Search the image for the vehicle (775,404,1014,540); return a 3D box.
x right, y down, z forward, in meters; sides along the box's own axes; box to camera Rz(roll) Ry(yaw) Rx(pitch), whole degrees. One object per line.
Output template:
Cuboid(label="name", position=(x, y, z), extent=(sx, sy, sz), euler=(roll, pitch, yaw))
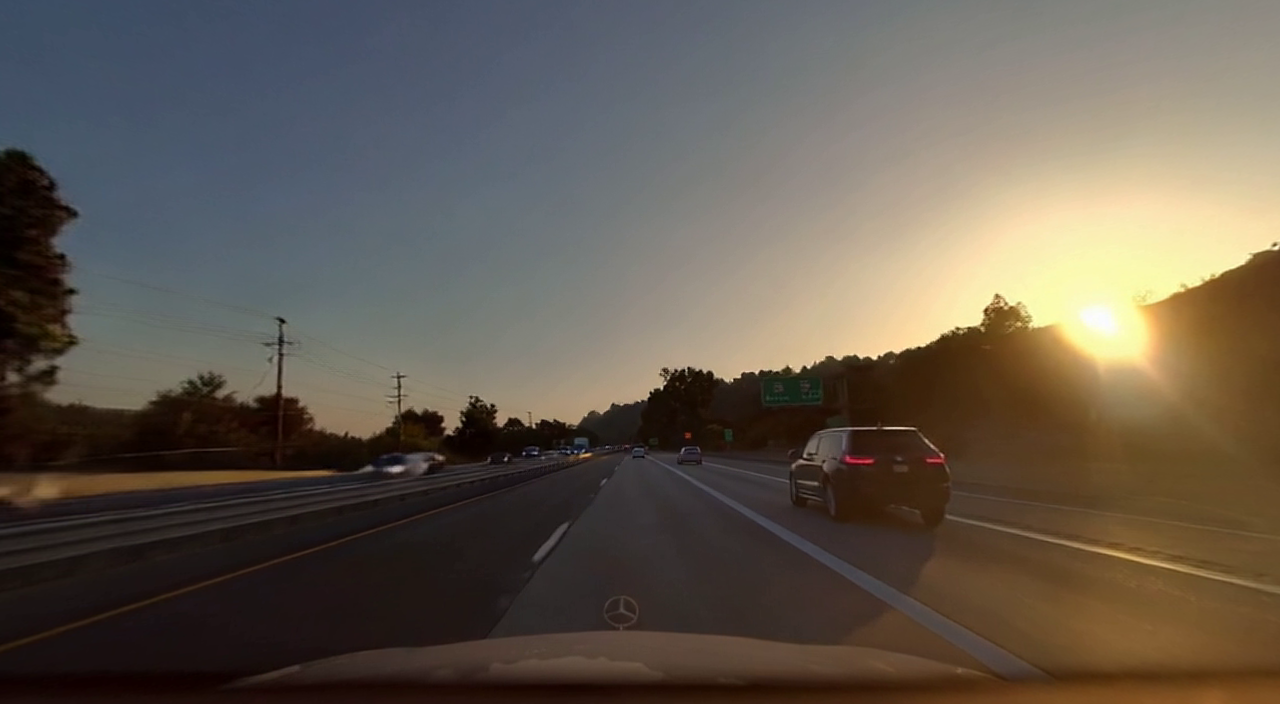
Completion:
Cuboid(label="vehicle", position=(4.170, 2.114, 11.549), extent=(2.177, 1.914, 5.245), euler=(0, -9, 0))

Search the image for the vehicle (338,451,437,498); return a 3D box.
Cuboid(label="vehicle", position=(-8.776, 4.252, 22.134), extent=(1.850, 1.509, 3.898), euler=(0, -9, 0))

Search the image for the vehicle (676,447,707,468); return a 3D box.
Cuboid(label="vehicle", position=(3.903, 8.042, 47.763), extent=(1.917, 1.488, 3.693), euler=(0, -9, -2))
